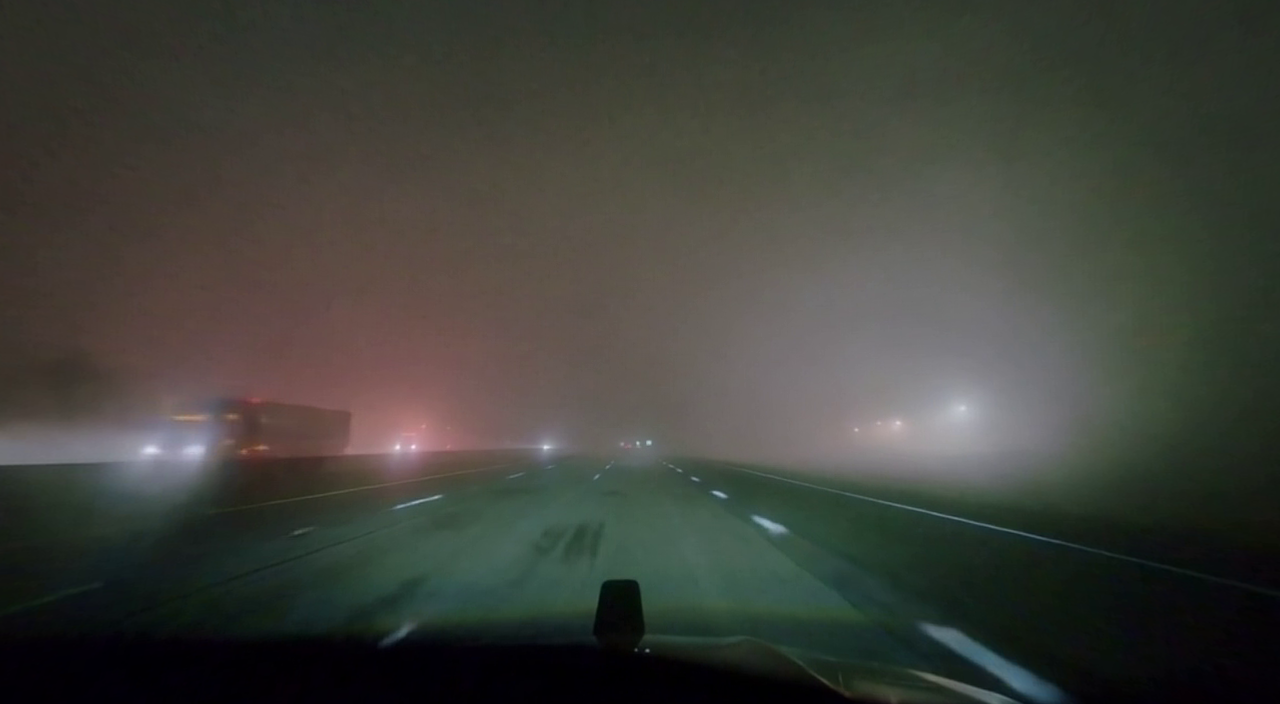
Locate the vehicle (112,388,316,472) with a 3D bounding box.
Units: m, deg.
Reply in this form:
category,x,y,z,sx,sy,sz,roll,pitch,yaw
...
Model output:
category,x,y,z,sx,sy,sz,roll,pitch,yaw
vehicle,-23.066,4.609,35.715,2.979,3.898,12.555,0,-9,-1
